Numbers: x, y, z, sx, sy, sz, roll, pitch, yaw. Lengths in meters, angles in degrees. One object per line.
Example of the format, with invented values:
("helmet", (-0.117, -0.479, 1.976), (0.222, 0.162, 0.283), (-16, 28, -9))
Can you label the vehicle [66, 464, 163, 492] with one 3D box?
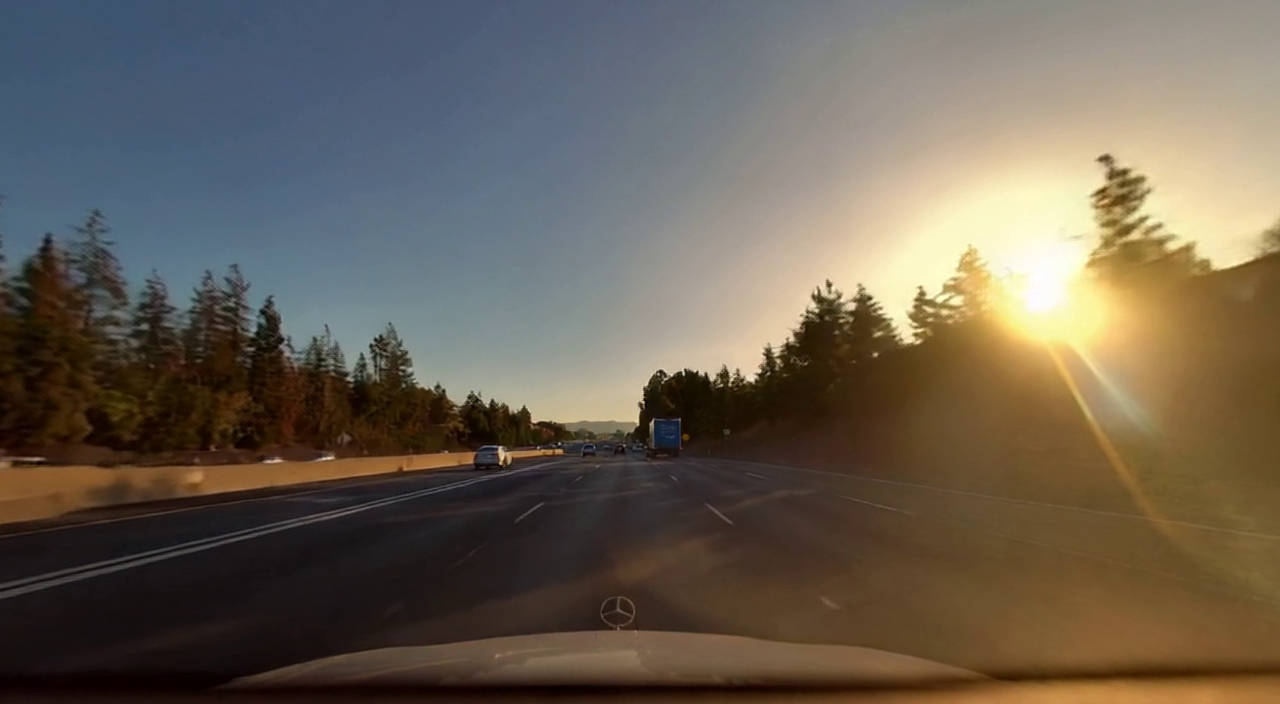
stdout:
("vehicle", (-30.527, 7.303, 36.899), (1.823, 1.446, 4.444), (0, -9, 0))

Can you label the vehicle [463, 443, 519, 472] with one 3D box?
("vehicle", (-8.206, 5.816, 35.144), (2.033, 1.494, 4.508), (0, -9, 0))
